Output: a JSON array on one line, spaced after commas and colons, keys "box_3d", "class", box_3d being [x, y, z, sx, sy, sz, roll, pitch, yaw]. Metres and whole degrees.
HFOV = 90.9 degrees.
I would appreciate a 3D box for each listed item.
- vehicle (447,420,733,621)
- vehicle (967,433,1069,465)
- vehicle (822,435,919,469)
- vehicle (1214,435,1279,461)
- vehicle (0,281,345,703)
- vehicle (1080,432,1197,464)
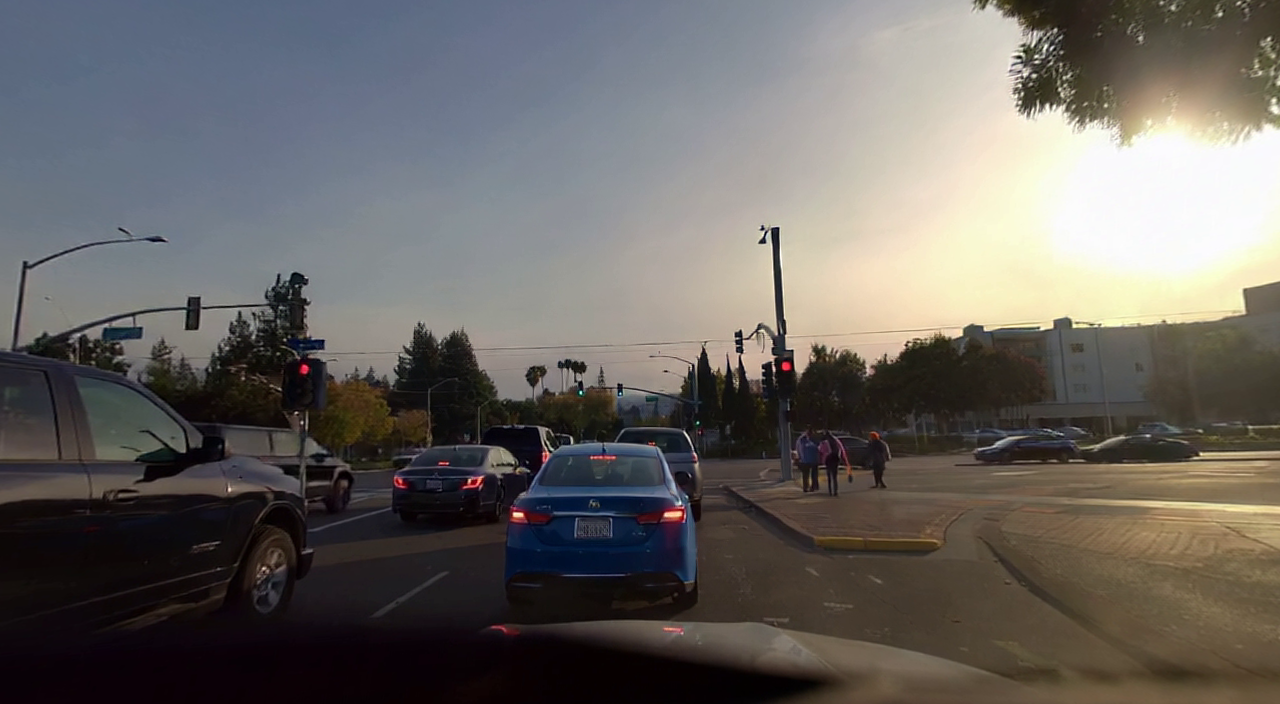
[{"box_3d": [-0.377, 1.608, 7.039, 2.144, 1.497, 4.446, 0, -9, 0], "class": "vehicle"}, {"box_3d": [21.944, 5.655, 36.712, 4.529, 1.786, 2.110, 0, -9, 2], "class": "vehicle"}, {"box_3d": [12.213, 5.335, 33.625, 4.394, 1.724, 1.886, 0, -9, 1], "class": "vehicle"}, {"box_3d": [36.268, 5.513, 36.145, 4.643, 1.464, 1.840, -1, -9, 3], "class": "vehicle"}, {"box_3d": [-3.683, 0.745, 2.815, 2.202, 1.961, 4.980, 0, -9, 1], "class": "vehicle"}, {"box_3d": [28.946, 5.577, 36.707, 4.967, 1.794, 2.044, 0, -9, 2], "class": "vehicle"}]
